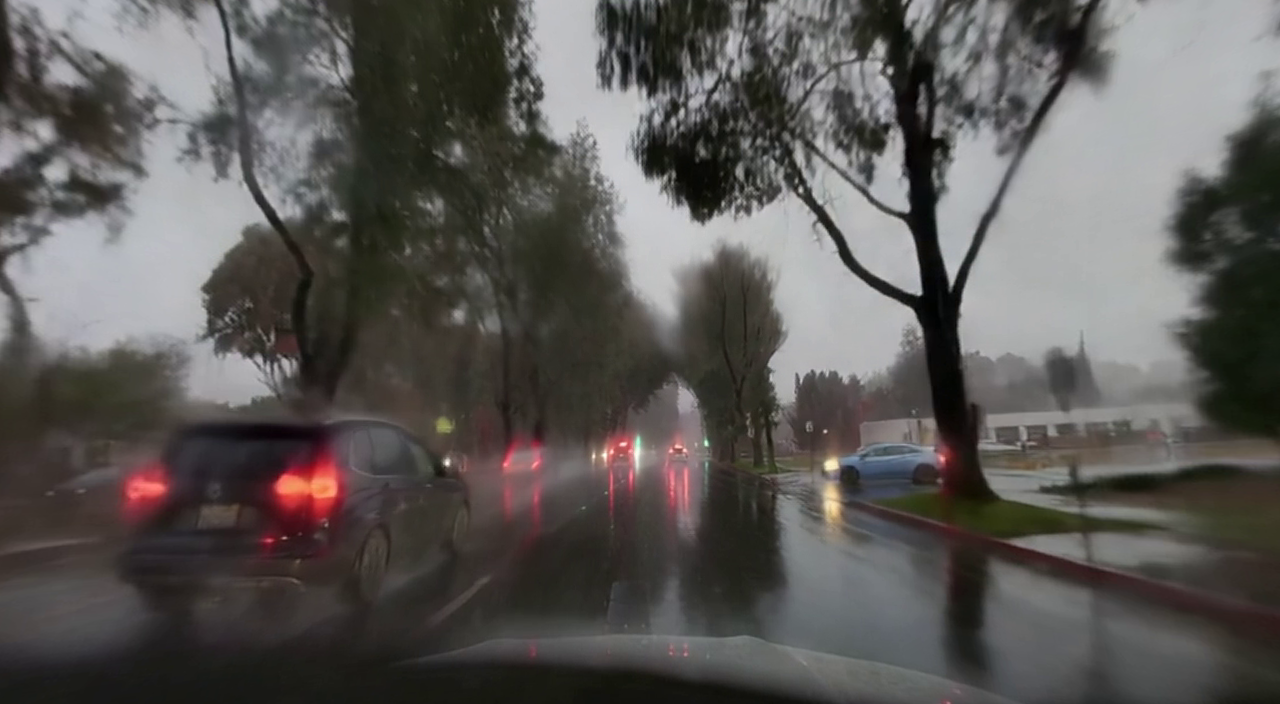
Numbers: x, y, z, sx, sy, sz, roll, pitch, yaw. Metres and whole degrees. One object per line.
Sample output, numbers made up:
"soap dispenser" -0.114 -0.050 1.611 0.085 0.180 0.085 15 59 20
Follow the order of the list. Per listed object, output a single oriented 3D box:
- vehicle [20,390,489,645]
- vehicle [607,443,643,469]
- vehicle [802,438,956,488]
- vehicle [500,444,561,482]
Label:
"vehicle" -3.203 1.476 6.614 2.123 1.761 4.322 0 -9 1
"vehicle" -1.084 7.788 47.427 2.255 1.806 4.710 -1 -9 4
"vehicle" 8.433 3.968 22.699 4.824 1.646 2.077 -2 -9 11
"vehicle" -5.357 5.478 31.367 1.985 1.708 4.310 -1 -9 4
